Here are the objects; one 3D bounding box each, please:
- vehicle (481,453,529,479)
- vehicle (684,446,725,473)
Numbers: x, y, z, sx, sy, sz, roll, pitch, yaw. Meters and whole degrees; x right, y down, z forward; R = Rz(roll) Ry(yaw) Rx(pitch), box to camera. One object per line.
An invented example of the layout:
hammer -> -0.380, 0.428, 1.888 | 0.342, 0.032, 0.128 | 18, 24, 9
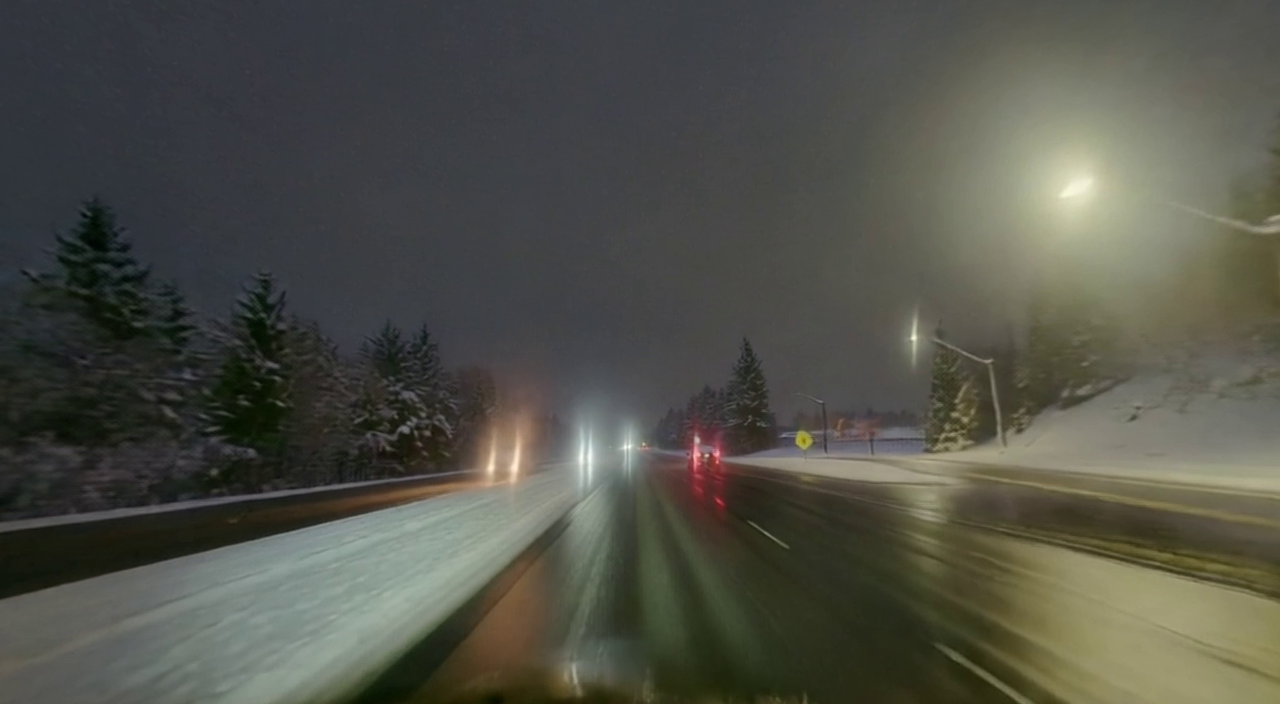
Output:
vehicle -> -8.623, 7.297, 40.614 | 2.067, 1.551, 4.326 | 0, -9, 1
vehicle -> 3.934, 6.634, 39.135 | 2.013, 1.584, 3.995 | 0, -9, -1
